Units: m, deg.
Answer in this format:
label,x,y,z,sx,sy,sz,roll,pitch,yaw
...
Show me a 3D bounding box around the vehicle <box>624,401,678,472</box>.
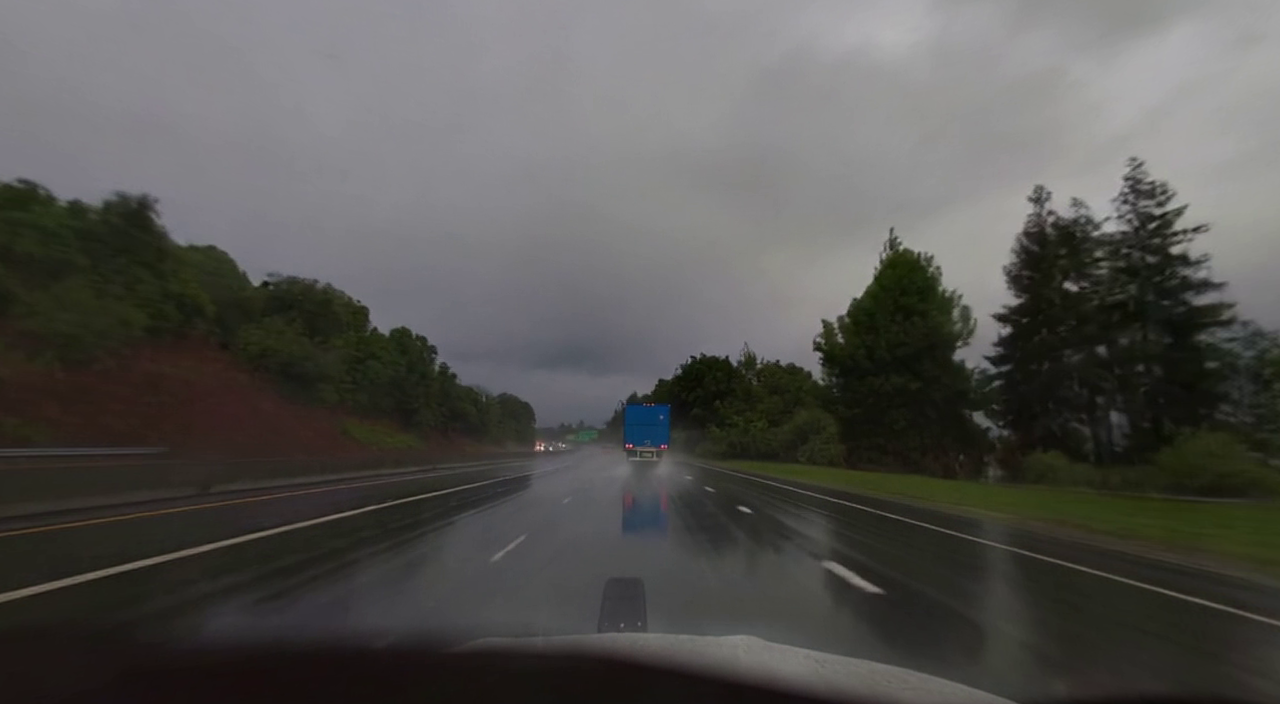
label,x,y,z,sx,sy,sz,roll,pitch,yaw
vehicle,0.502,5.701,41.723,3.055,4.009,10.972,0,-9,-2
